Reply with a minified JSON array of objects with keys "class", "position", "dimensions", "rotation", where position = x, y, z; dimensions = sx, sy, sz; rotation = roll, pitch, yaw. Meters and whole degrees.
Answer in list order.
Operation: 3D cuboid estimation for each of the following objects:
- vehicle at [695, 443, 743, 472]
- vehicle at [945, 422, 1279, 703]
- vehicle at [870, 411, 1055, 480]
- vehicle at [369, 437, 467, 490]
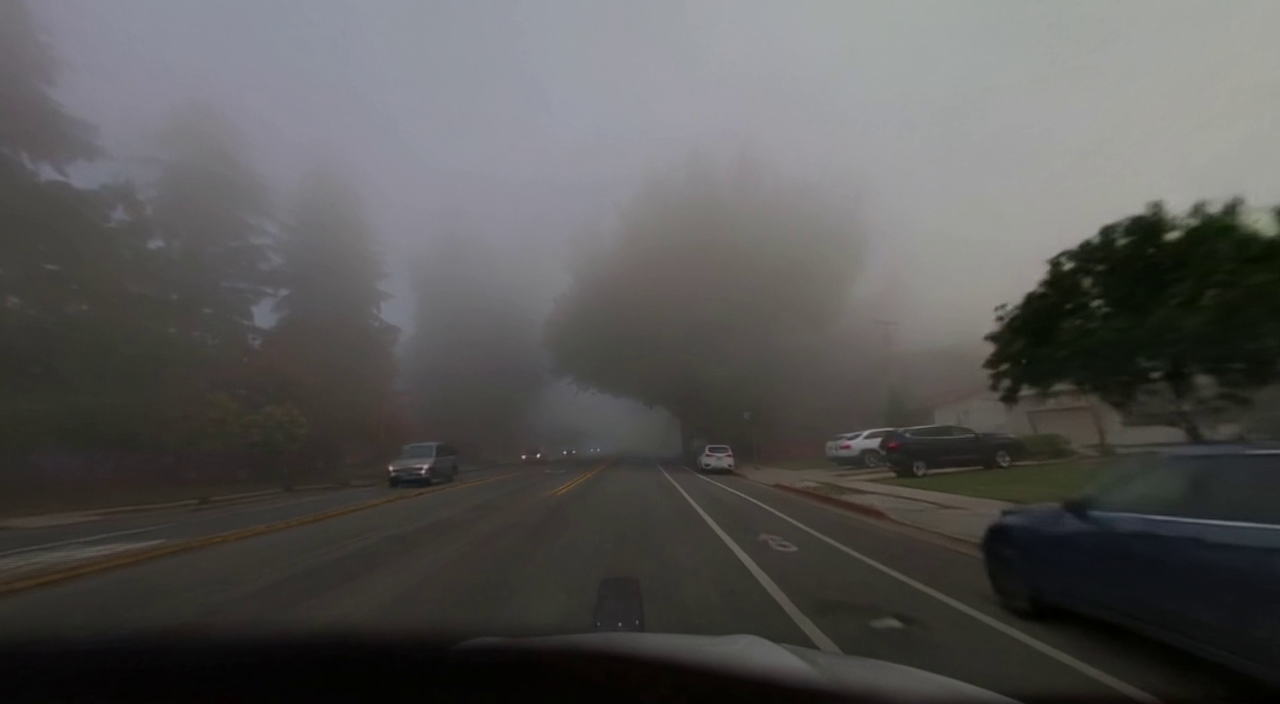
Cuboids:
[{"class":"vehicle","position":[4.244,5.768,34.819],"dimensions":[2.011,1.458,4.633],"rotation":[0,-8,-1]},{"class":"vehicle","position":[3.866,1.180,3.567],"dimensions":[1.991,1.500,4.562],"rotation":[0,-8,0]},{"class":"vehicle","position":[10.741,3.170,21.311],"dimensions":[4.964,1.739,2.184],"rotation":[-4,-10,-6]},{"class":"vehicle","position":[-8.596,4.348,25.009],"dimensions":[2.146,1.869,4.654],"rotation":[0,-8,0]}]
